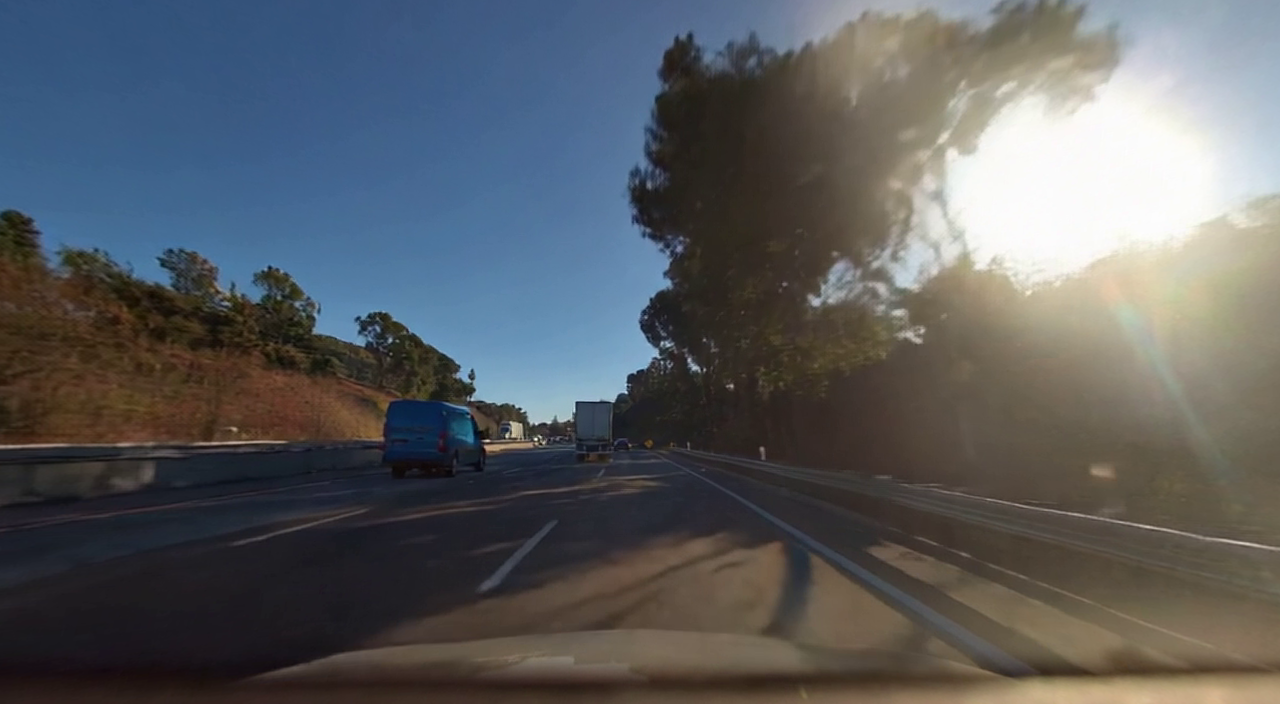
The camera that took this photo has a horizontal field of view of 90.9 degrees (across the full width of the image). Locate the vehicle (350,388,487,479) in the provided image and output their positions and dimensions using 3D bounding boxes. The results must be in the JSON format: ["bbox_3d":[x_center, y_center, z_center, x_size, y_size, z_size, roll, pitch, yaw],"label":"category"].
[{"bbox_3d":[-7.656,2.952,22.871,2.396,2.763,6.935,0,-8,0],"label":"vehicle"}]

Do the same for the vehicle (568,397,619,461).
[{"bbox_3d":[-3.190,5.636,45.897,3.173,4.185,8.360,0,-8,-1],"label":"vehicle"}]
